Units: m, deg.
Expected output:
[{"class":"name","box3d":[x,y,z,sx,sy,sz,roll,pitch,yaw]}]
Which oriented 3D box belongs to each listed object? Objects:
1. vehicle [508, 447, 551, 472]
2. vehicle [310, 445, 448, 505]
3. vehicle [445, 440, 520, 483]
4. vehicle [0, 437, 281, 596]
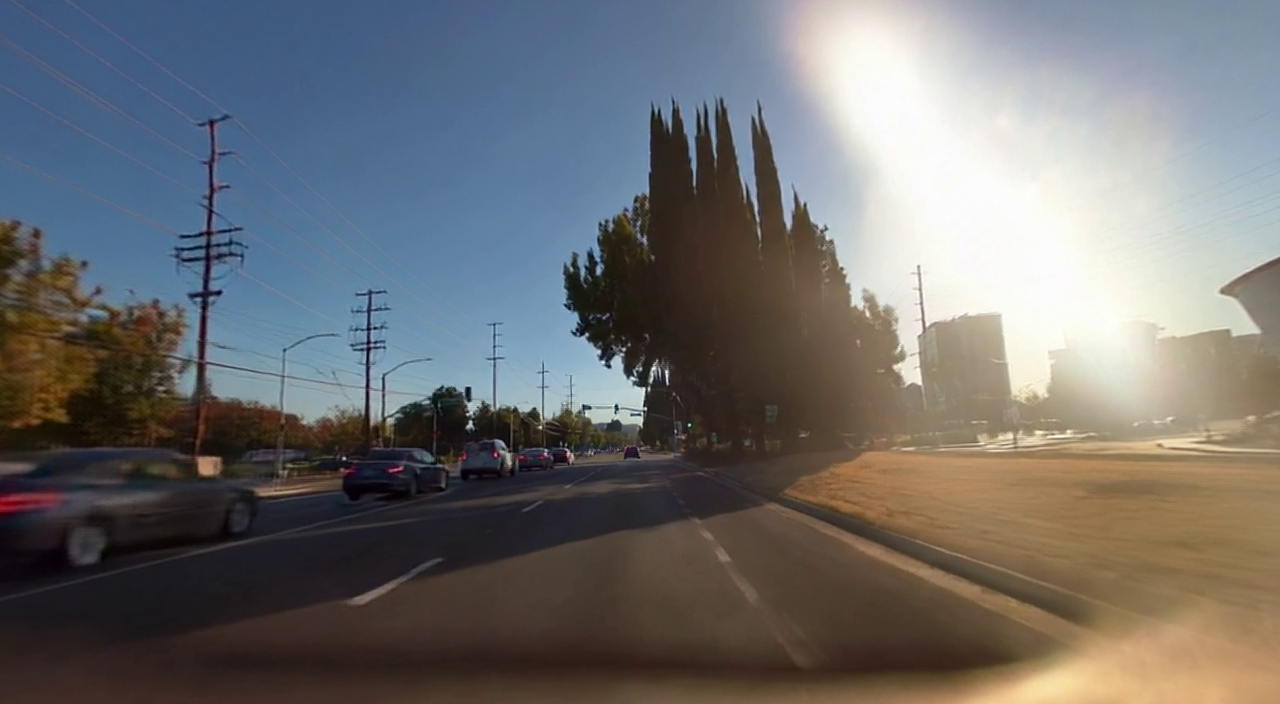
[{"class":"vehicle","box3d":[-7.025,6.848,40.467,1.854,1.481,4.518,0,-9,1]},{"class":"vehicle","box3d":[-7.084,3.363,17.761,2.008,1.456,4.409,0,-9,0]},{"class":"vehicle","box3d":[-7.041,4.934,28.858,2.101,1.768,5.040,0,-9,0]},{"class":"vehicle","box3d":[-7.027,1.866,8.047,2.030,1.482,4.818,0,-9,1]}]
